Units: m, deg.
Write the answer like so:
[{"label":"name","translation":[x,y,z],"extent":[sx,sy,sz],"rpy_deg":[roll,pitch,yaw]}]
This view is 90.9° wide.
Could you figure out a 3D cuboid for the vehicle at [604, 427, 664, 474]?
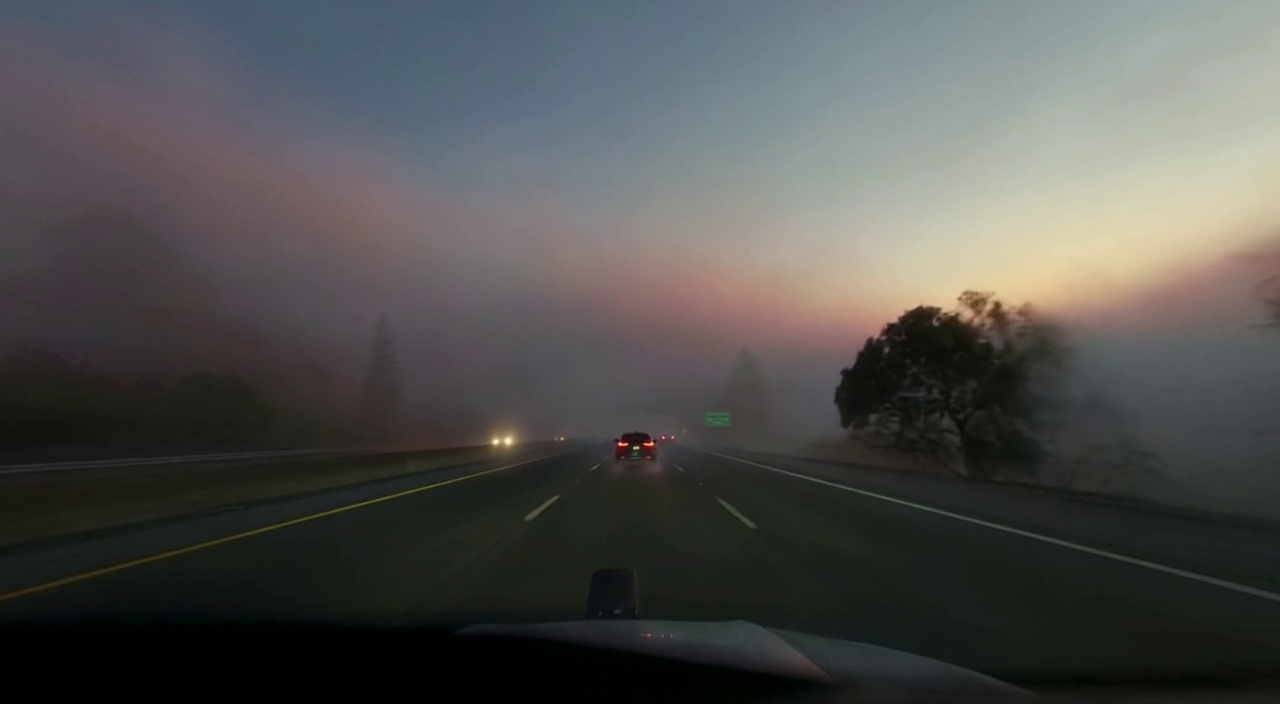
[{"label":"vehicle","translation":[-0.244,3.685,23.839],"extent":[2.094,1.600,3.666],"rpy_deg":[0,-8,-1]}]
